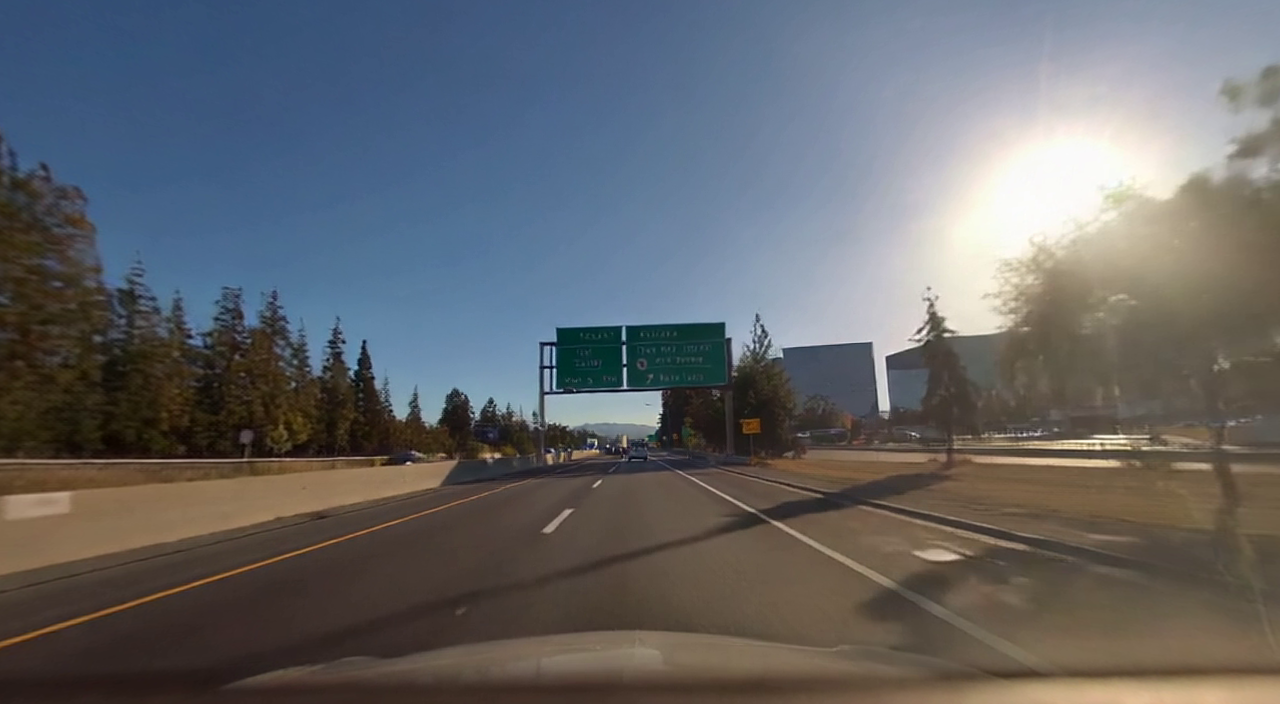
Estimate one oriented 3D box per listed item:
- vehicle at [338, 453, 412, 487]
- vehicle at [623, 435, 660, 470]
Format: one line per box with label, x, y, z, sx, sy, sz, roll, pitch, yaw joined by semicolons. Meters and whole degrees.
vehicle;-12.962;5.781;30.910;1.899;1.516;4.089;0;-9;-1
vehicle;0.134;6.532;40.945;2.268;2.122;4.595;-1;-9;1
